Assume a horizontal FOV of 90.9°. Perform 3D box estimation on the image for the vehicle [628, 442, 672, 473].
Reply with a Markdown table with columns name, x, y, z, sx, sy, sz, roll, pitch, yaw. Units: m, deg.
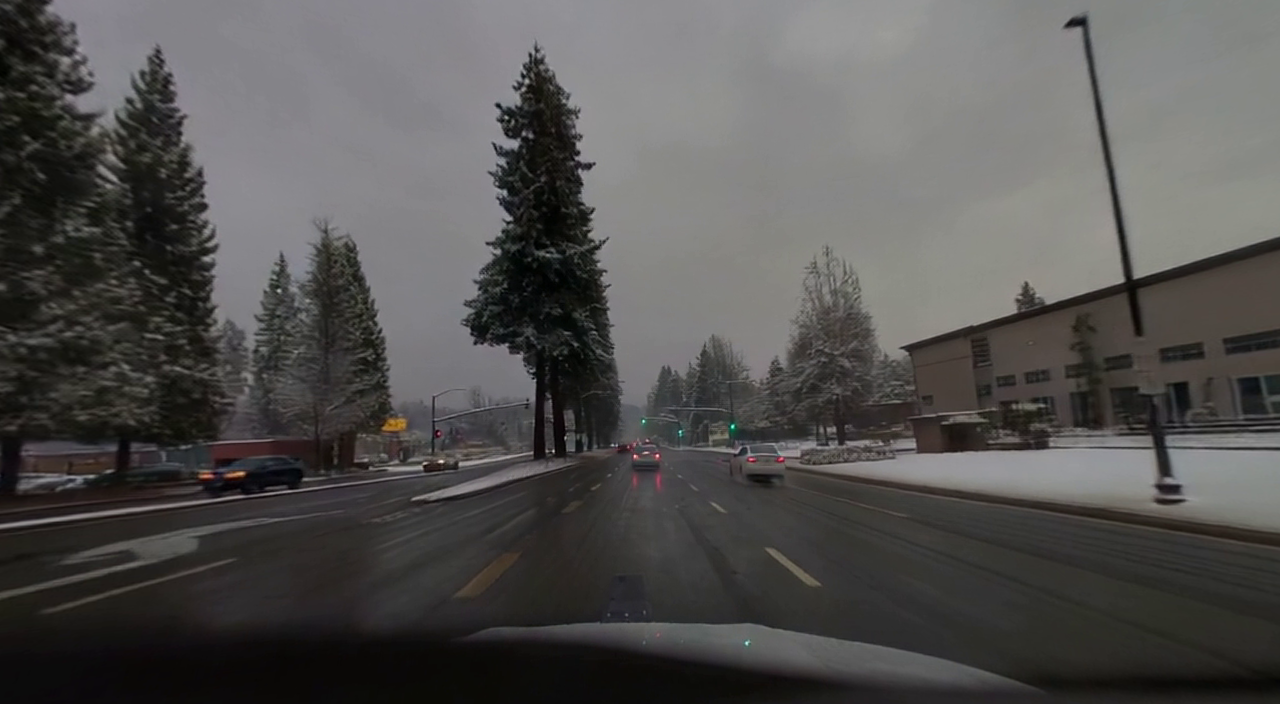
| name | x | y | z | sx | sy | sz | roll | pitch | yaw |
| --- | --- | --- | --- | --- | --- | --- | --- | --- | --- |
| vehicle | 0.477 | 5.507 | 33.131 | 2.144 | 1.505 | 4.128 | 0 | -8 | 0 |

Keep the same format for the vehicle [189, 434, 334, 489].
| name | x | y | z | sx | sy | sz | roll | pitch | yaw |
| --- | --- | --- | --- | --- | --- | --- | --- | --- | --- |
| vehicle | -28.773 | 8.370 | 48.908 | 3.375 | 3.684 | 11.176 | -1 | -9 | 6 |

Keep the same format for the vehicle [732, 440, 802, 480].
| name | x | y | z | sx | sy | sz | roll | pitch | yaw |
| --- | --- | --- | --- | --- | --- | --- | --- | --- | --- |
| vehicle | 5.167 | 4.455 | 26.256 | 2.067 | 1.497 | 4.327 | 0 | -8 | 1 |

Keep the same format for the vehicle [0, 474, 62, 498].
| name | x | y | z | sx | sy | sz | roll | pitch | yaw |
| --- | --- | --- | --- | --- | --- | --- | --- | --- | --- |
| vehicle | -41.321 | 8.942 | 42.152 | 1.641 | 1.376 | 3.792 | -1 | -9 | 2 |

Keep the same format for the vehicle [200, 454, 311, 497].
| name | x | y | z | sx | sy | sz | roll | pitch | yaw |
| --- | --- | --- | --- | --- | --- | --- | --- | --- | --- |
| vehicle | -17.617 | 5.653 | 29.248 | 1.984 | 1.698 | 4.885 | -1 | -8 | 1 |
